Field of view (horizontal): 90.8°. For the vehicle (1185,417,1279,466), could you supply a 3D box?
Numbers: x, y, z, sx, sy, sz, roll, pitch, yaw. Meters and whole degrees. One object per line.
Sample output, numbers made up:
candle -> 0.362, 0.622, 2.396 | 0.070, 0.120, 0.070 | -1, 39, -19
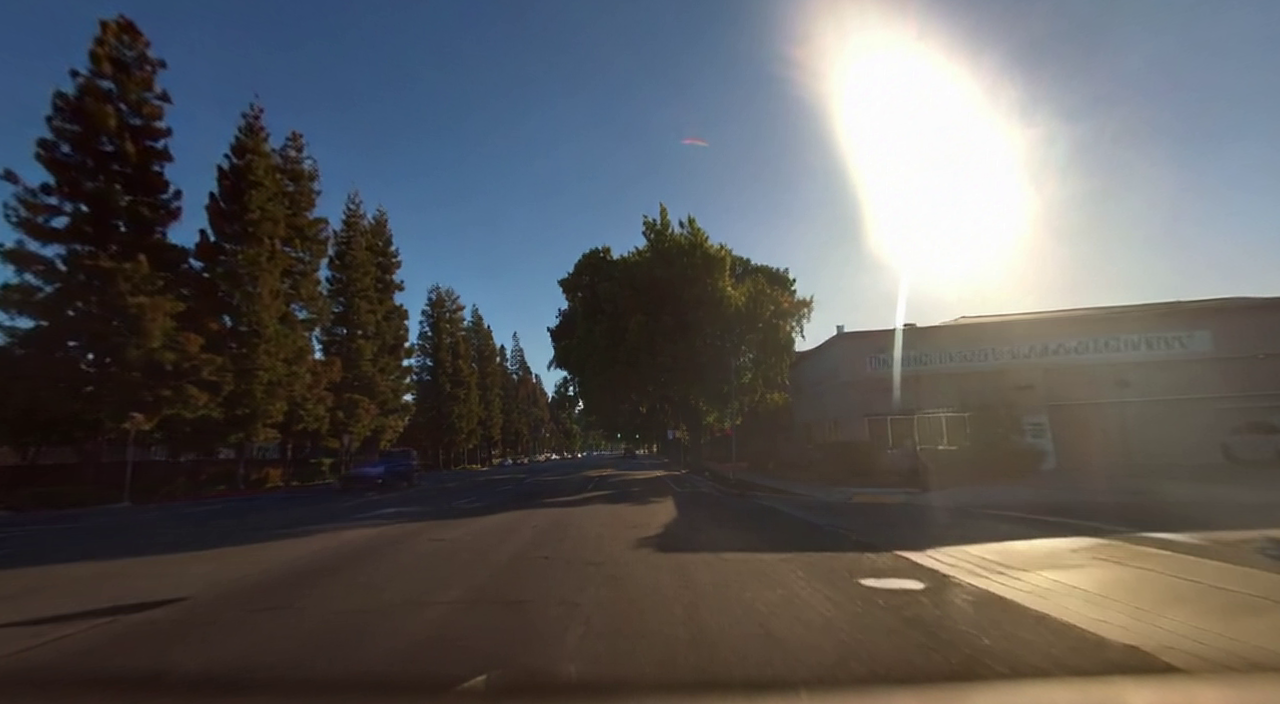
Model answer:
vehicle -> 21.946, 3.095, 21.660 | 2.028, 1.584, 4.971 | 0, -9, 0
